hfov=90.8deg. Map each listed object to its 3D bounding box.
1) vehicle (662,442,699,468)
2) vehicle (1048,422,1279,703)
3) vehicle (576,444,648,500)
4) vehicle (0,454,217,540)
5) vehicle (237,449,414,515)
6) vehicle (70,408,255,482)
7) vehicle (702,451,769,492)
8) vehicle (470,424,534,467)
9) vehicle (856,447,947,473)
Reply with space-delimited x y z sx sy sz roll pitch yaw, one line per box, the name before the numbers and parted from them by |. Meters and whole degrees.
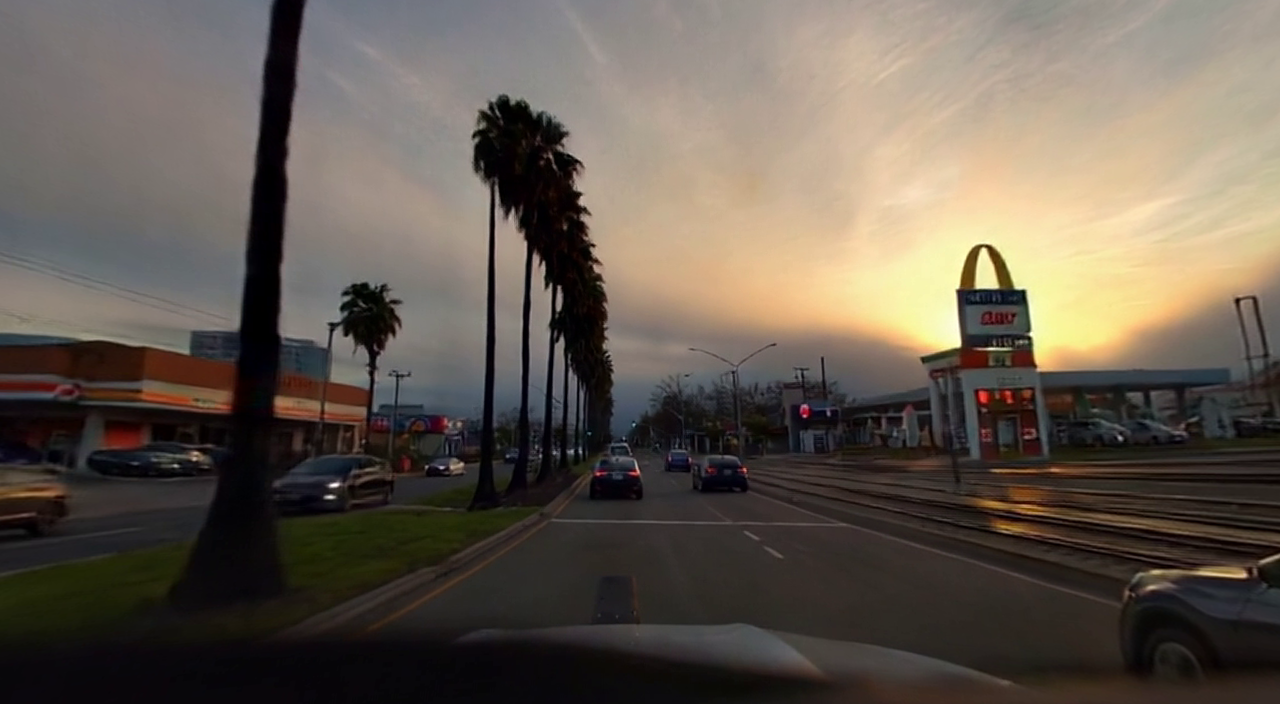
vehicle | 2.933 7.779 47.269 2.299 1.803 5.434 0 -10 -1
vehicle | 3.510 0.887 1.690 1.987 1.474 4.198 0 -10 0
vehicle | -0.957 3.763 19.902 2.021 1.550 4.090 1 -10 -5
vehicle | -11.498 2.950 13.375 1.865 1.472 4.532 0 -10 1
vehicle | -8.009 3.380 16.778 2.052 1.483 4.751 0 -10 3
vehicle | -23.893 4.871 32.385 2.791 3.271 7.924 0 -10 3
vehicle | 3.614 4.641 24.683 1.889 1.448 4.262 0 -10 -1
vehicle | -10.435 7.337 48.743 2.662 2.995 8.344 0 -10 2
vehicle | 14.703 6.104 35.651 4.293 1.438 1.773 0 -10 1
